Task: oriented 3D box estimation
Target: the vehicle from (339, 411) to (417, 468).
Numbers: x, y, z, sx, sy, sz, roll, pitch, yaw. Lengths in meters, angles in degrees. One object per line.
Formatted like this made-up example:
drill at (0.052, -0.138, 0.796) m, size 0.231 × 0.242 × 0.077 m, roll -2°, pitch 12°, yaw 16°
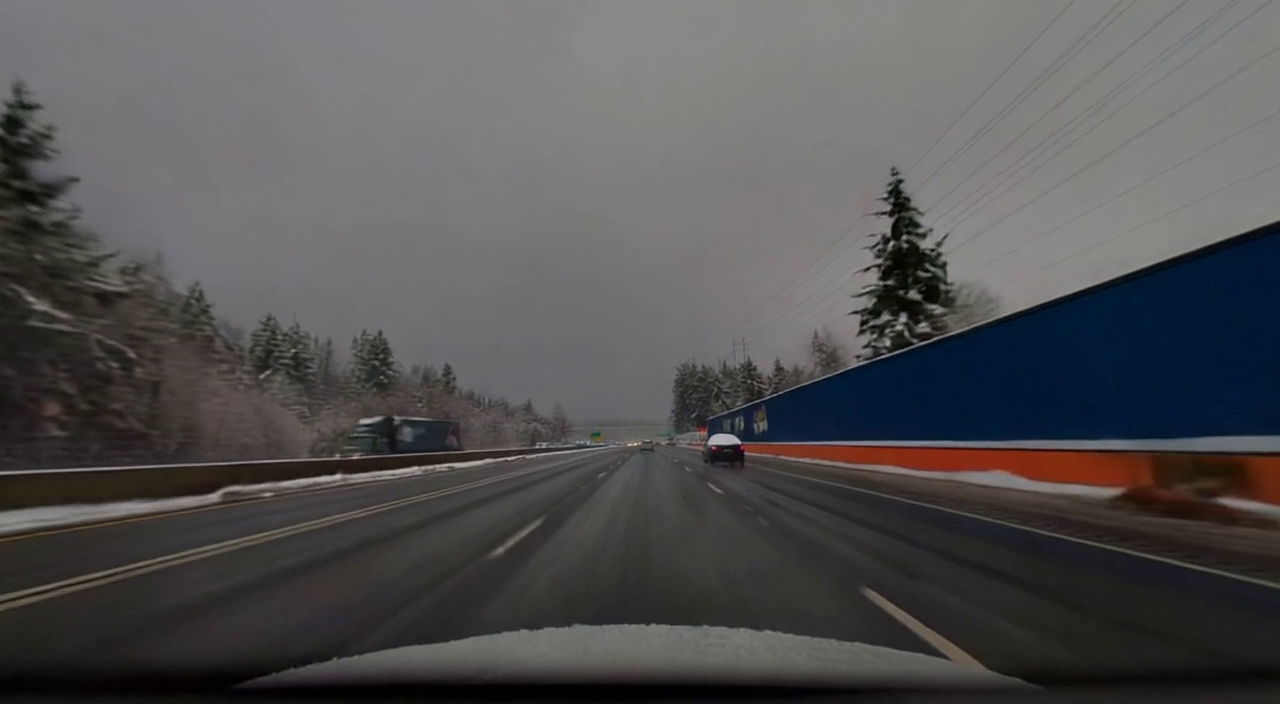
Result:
vehicle at (-18.920, 6.375, 45.834) m, size 2.965 × 3.866 × 6.042 m, roll 0°, pitch -8°, yaw 0°

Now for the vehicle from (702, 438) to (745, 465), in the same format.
vehicle at (4.960, 5.953, 37.745) m, size 1.991 × 1.494 × 3.951 m, roll 0°, pitch -8°, yaw 0°
